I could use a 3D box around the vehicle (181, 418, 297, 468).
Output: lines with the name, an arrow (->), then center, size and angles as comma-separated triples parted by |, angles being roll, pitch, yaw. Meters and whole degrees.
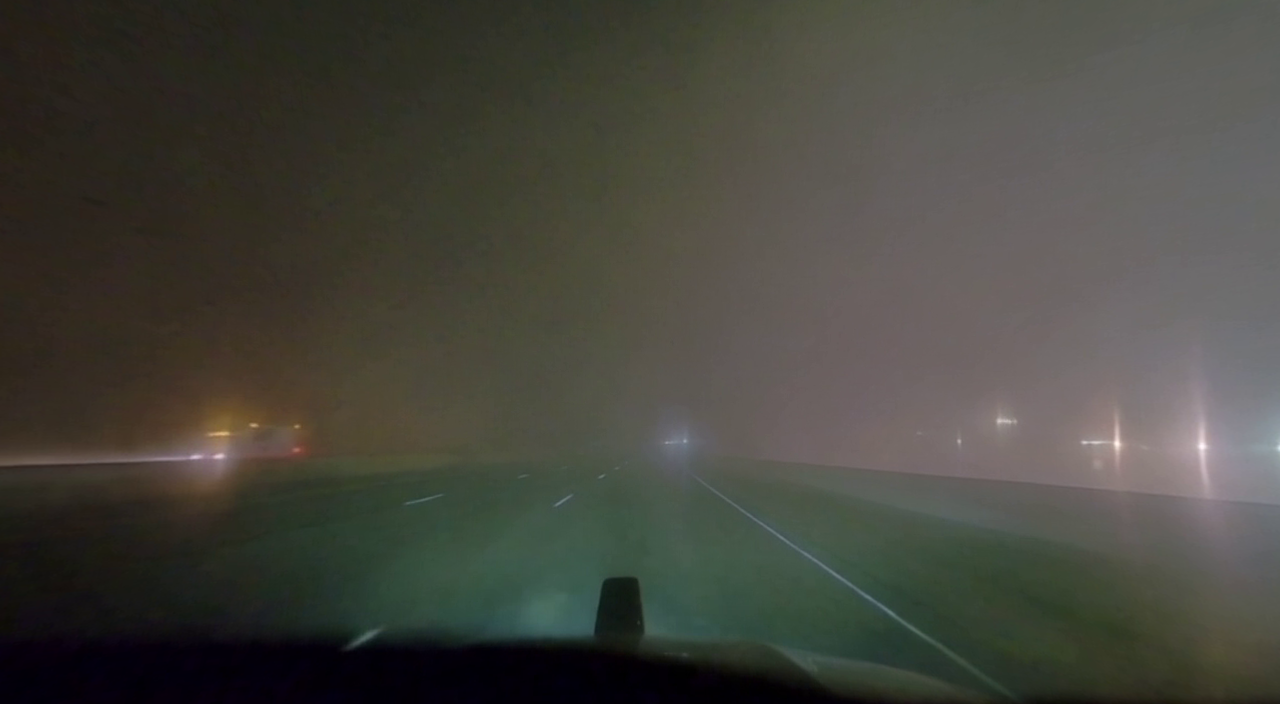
vehicle -> -23.766, 5.496, 37.879 | 2.226, 2.674, 6.850 | -1, -9, 2
